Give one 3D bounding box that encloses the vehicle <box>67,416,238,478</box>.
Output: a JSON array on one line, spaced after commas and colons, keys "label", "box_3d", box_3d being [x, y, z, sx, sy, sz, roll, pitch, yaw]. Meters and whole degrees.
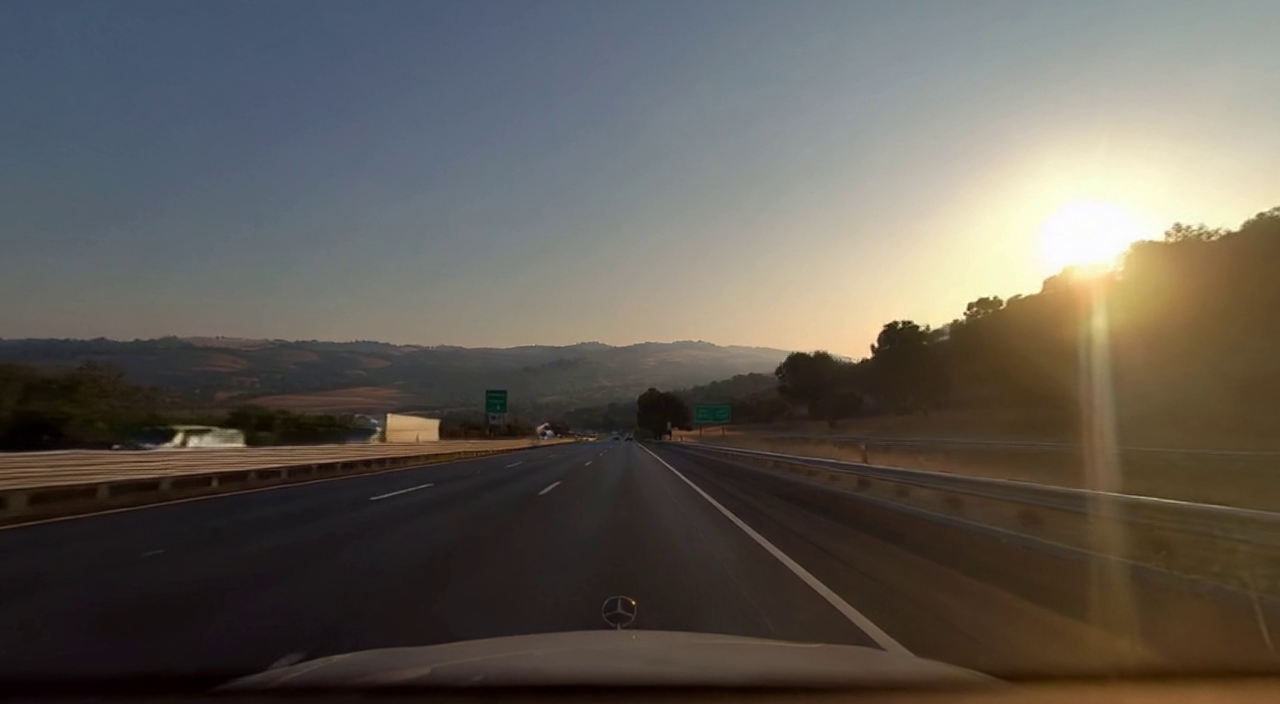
[{"label": "vehicle", "box_3d": [-19.343, 3.813, 25.454, 2.254, 2.192, 5.787, 0, -8, 0]}]
